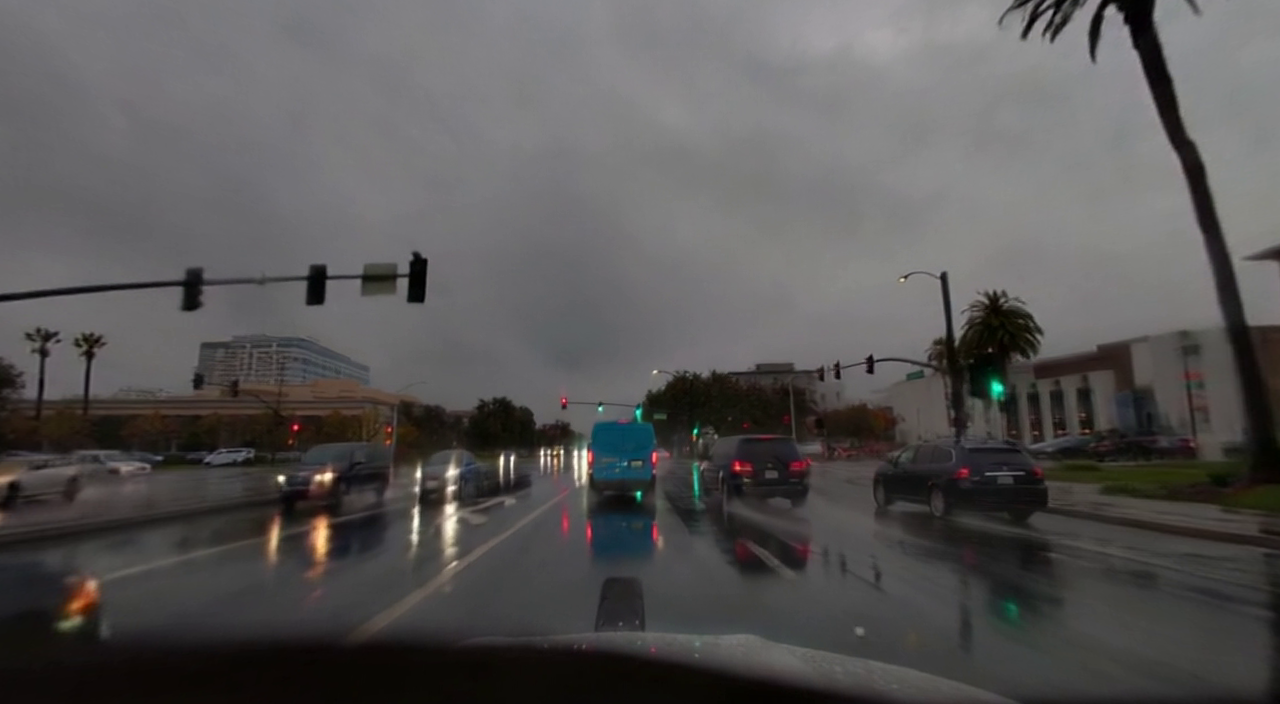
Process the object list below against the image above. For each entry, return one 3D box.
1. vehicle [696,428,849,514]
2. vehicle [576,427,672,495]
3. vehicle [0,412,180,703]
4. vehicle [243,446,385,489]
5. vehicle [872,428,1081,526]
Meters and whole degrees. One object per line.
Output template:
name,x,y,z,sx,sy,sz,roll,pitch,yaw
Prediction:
vehicle,2.933,2.806,15.414,2.462,1.736,4.899,0,-9,-3
vehicle,-0.606,3.685,21.703,2.848,1.991,5.706,0,-9,-2
vehicle,-3.430,0.735,0.936,1.997,1.430,4.655,0,-9,0
vehicle,-13.245,4.712,25.866,4.681,1.653,2.109,-1,-9,5
vehicle,7.088,2.654,14.010,2.023,1.771,4.488,0,-9,-2
